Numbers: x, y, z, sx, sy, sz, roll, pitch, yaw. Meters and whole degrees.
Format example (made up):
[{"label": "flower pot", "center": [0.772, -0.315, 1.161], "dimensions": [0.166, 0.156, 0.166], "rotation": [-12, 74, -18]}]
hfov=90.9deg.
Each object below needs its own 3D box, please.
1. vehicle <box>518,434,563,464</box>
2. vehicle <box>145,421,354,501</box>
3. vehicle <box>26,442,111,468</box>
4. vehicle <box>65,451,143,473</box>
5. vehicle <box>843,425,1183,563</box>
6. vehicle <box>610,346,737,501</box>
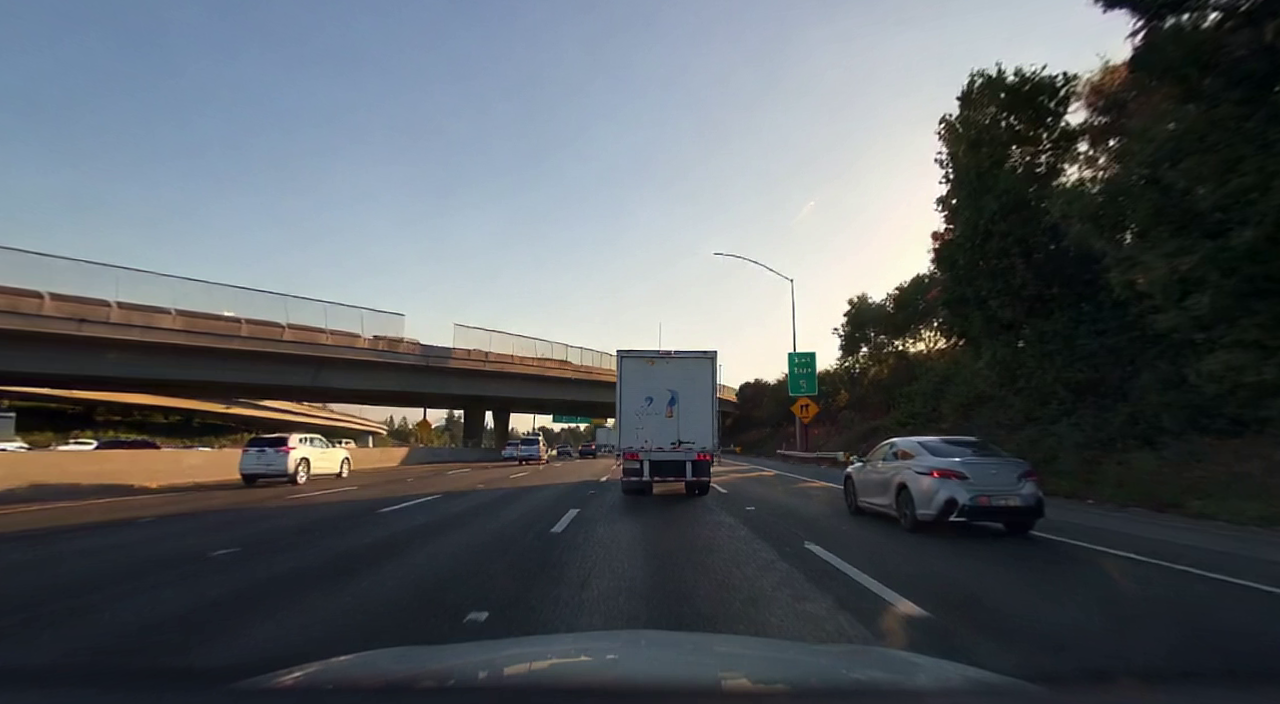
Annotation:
[{"label": "vehicle", "center": [-6.422, 6.333, 41.160], "dimensions": [2.125, 1.793, 4.892], "rotation": [0, -9, 0]}, {"label": "vehicle", "center": [-10.073, 2.865, 16.977], "dimensions": [2.217, 1.797, 5.226], "rotation": [0, -9, 1]}, {"label": "vehicle", "center": [-33.471, 6.032, 37.090], "dimensions": [1.599, 1.397, 3.674], "rotation": [-3, -8, -1]}, {"label": "vehicle", "center": [-36.942, 7.554, 43.602], "dimensions": [1.685, 1.414, 4.169], "rotation": [0, -9, 0]}, {"label": "vehicle", "center": [4.883, 1.922, 9.363], "dimensions": [2.108, 1.508, 4.744], "rotation": [0, -9, -1]}, {"label": "vehicle", "center": [0.711, 2.446, 20.080], "dimensions": [2.916, 3.584, 10.841], "rotation": [0, -9, -1]}]
